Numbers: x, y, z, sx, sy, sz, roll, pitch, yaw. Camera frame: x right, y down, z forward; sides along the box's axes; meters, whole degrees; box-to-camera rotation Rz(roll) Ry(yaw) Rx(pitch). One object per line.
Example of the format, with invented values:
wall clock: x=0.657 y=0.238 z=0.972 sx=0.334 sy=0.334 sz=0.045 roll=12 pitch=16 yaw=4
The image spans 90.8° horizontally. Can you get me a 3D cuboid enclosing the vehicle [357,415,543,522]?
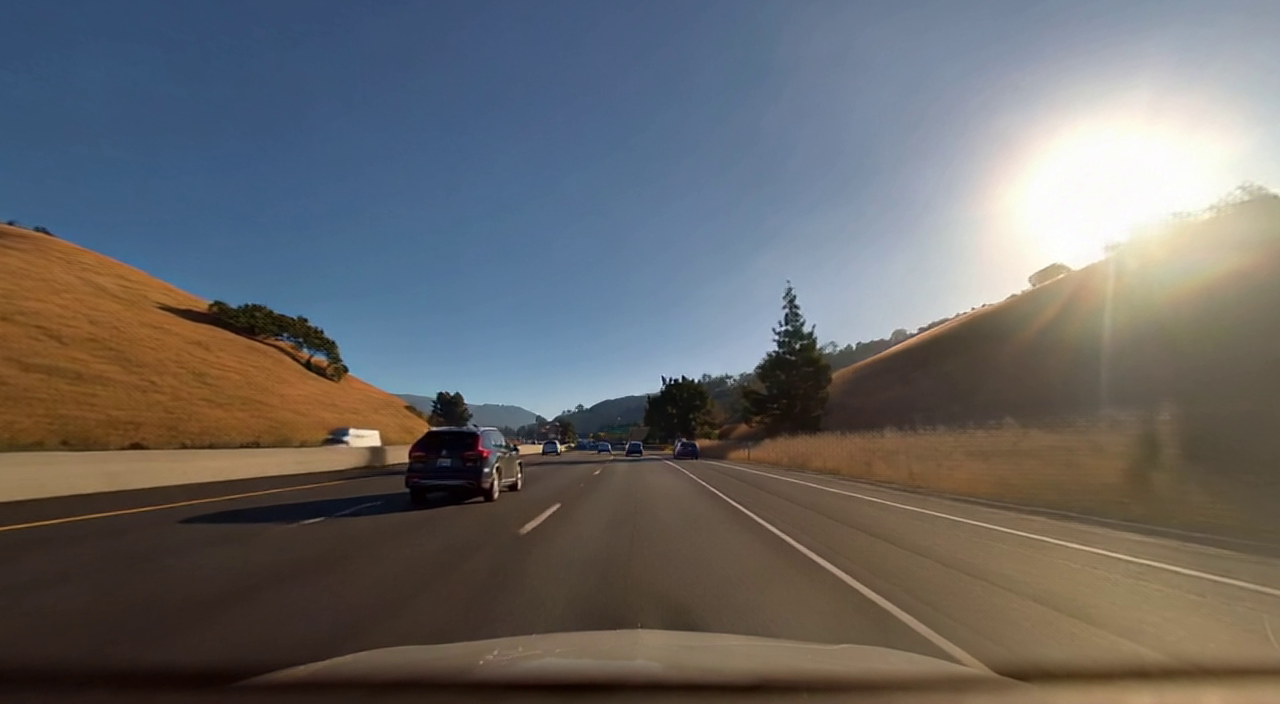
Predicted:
vehicle: x=-3.398 y=2.214 z=12.479 sx=2.166 sy=1.700 sz=4.661 roll=0 pitch=-8 yaw=1
